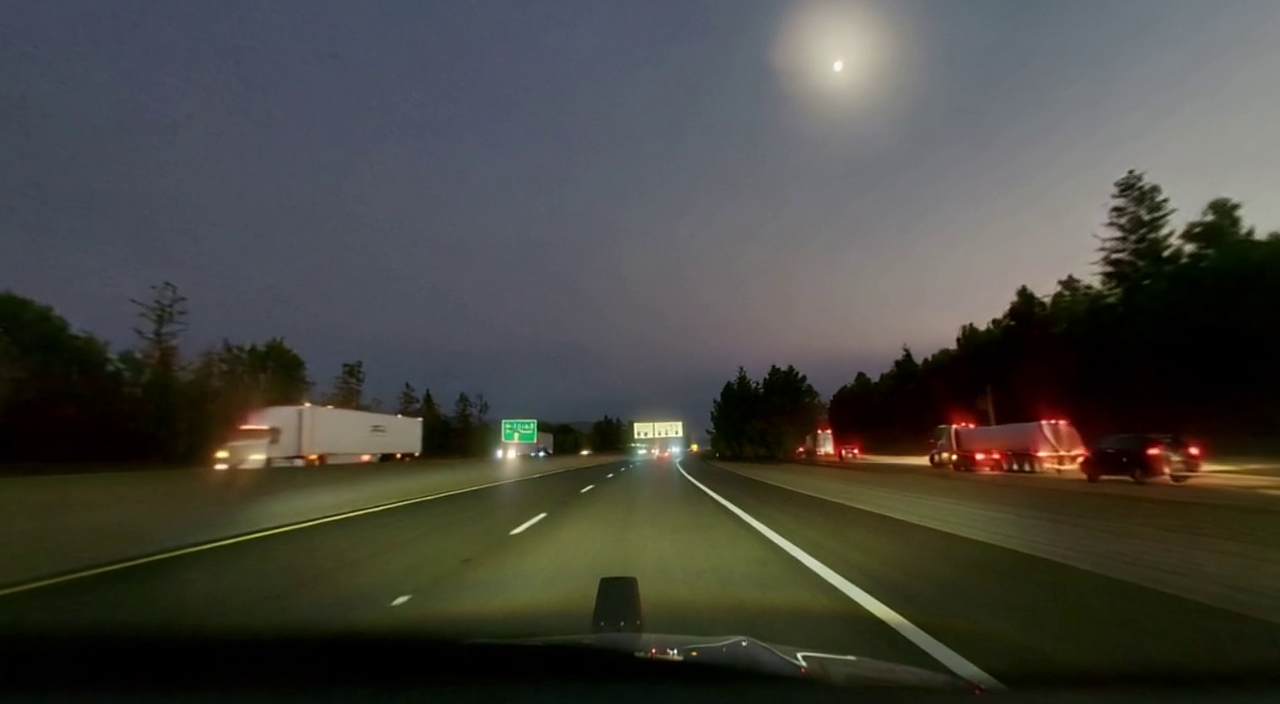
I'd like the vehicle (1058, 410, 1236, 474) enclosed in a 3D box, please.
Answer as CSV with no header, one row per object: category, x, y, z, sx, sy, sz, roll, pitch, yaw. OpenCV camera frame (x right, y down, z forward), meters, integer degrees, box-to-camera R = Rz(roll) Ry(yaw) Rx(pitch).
vehicle,37.070,6.844,47.203,2.901,3.941,12.447,-4,-9,0

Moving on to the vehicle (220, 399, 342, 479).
vehicle,-19.558,4.832,34.829,2.956,3.971,5.830,-1,-9,2

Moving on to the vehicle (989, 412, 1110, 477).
vehicle,28.055,6.437,43.785,2.821,4.075,7.994,0,-9,-1
